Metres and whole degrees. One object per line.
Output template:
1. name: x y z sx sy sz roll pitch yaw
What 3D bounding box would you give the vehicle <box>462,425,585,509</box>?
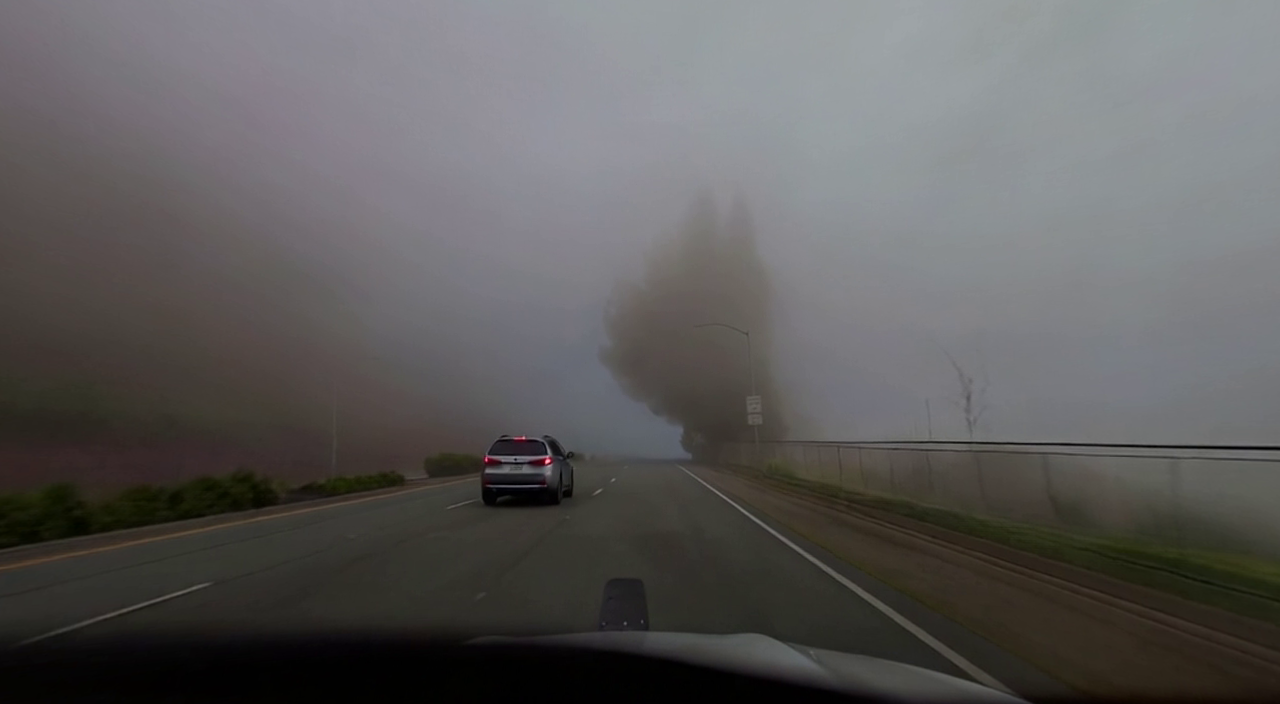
1. vehicle: -2.833 2.932 16.557 2.160 1.855 4.695 0 -8 2
